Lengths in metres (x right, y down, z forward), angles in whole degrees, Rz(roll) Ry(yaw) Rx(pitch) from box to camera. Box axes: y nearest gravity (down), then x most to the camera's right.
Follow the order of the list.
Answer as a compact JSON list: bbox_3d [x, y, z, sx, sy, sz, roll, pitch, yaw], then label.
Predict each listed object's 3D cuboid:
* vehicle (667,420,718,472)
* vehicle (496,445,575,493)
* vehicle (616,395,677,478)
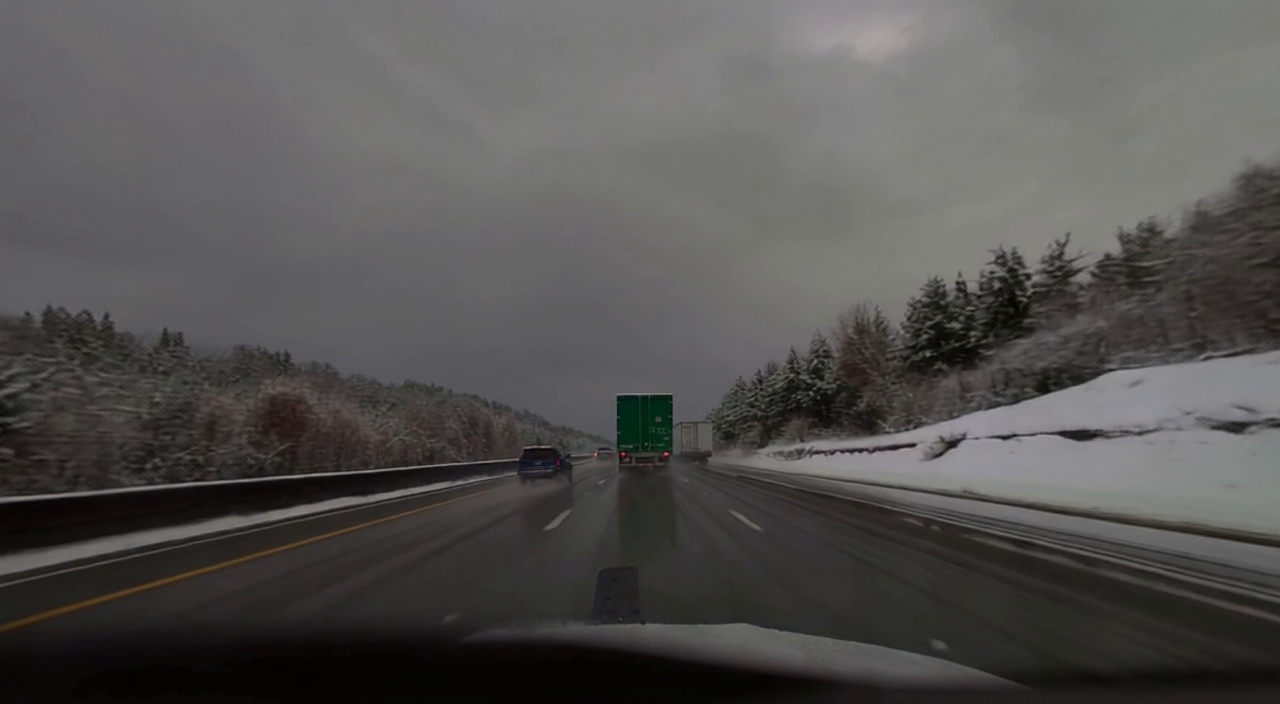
[{"bbox_3d":[3.890,7.452,49.928,2.854,3.537,12.540,0,-9,0],"label":"vehicle"},{"bbox_3d":[-3.551,4.042,22.157,2.050,1.517,3.996,0,-9,0],"label":"vehicle"},{"bbox_3d":[0.283,4.985,36.339,2.932,4.042,11.054,0,-9,0],"label":"vehicle"}]
